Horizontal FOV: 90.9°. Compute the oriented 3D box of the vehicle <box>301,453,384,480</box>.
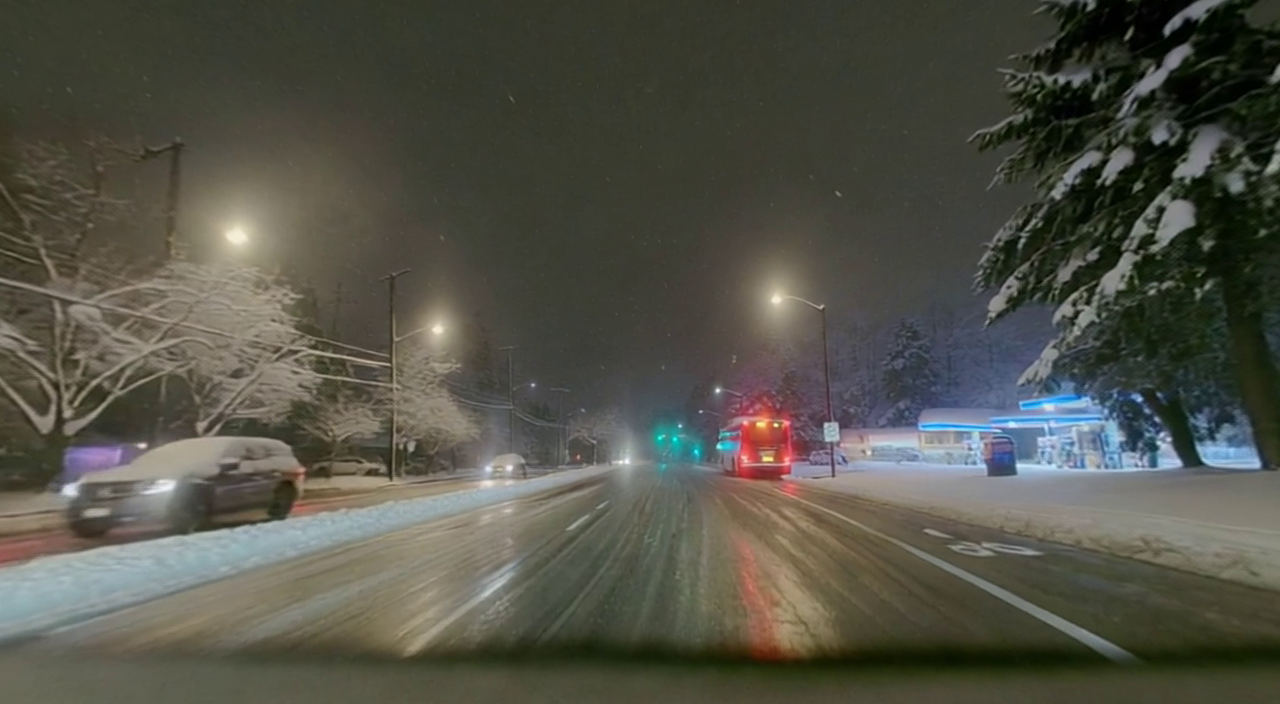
[{"bbox_3d":[-22.751,8.712,48.407,2.284,1.855,5.392,-4,-10,27],"label":"vehicle"}]

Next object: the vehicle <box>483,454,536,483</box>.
[{"bbox_3d":[-7.126,6.390,34.806,1.900,1.481,4.317,0,-9,1],"label":"vehicle"}]

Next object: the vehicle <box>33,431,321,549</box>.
[{"bbox_3d":[-7.934,2.372,11.446,1.982,1.722,4.070,-1,-9,2],"label":"vehicle"}]

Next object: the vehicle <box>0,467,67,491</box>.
[{"bbox_3d":[-43.060,8.752,43.334,2.287,1.527,4.946,-2,-10,7],"label":"vehicle"}]
